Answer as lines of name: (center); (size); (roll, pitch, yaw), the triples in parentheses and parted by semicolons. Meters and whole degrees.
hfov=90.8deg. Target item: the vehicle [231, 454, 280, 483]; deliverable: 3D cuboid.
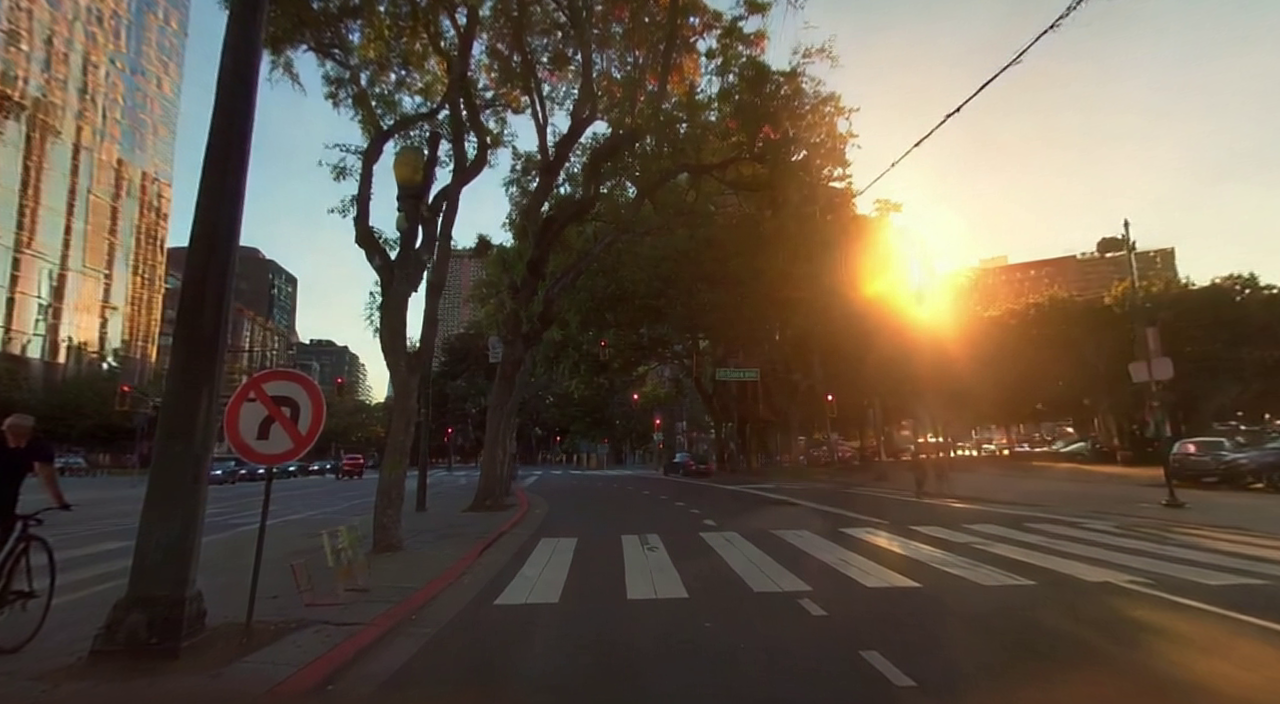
vehicle: (-27.530, 8.281, 45.160); (2.199, 1.838, 4.222); (7, -11, -40)
